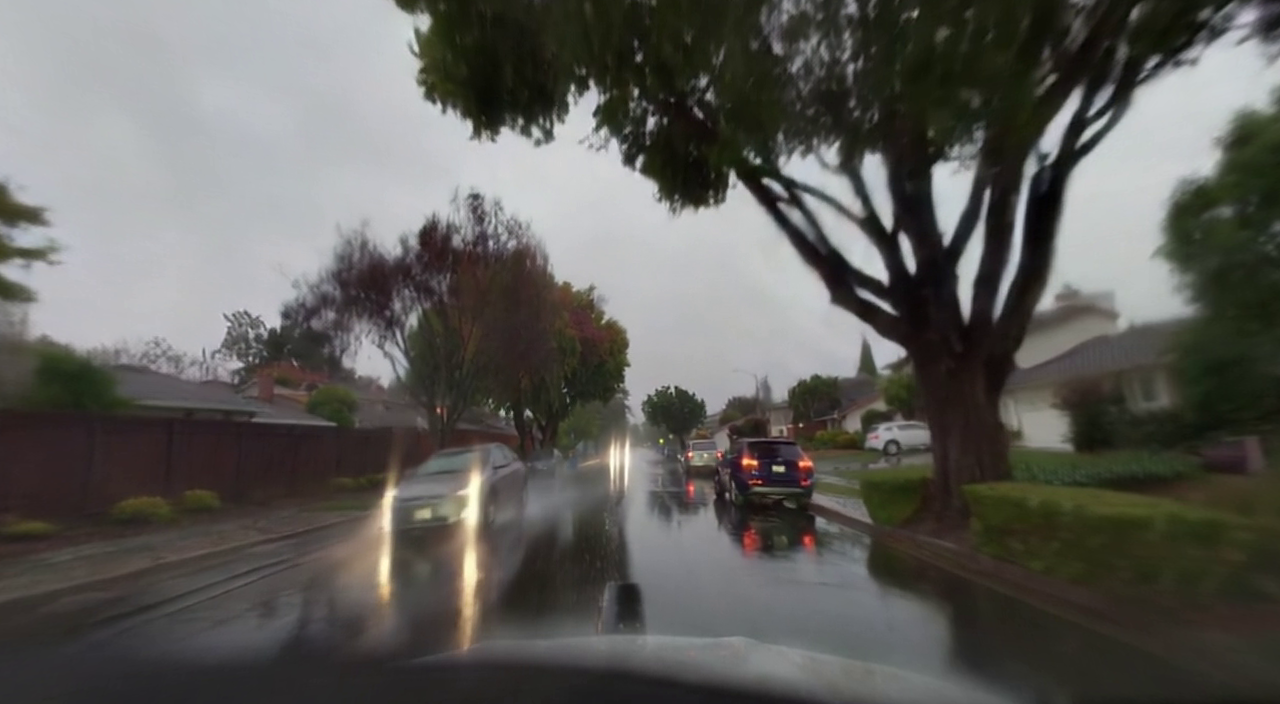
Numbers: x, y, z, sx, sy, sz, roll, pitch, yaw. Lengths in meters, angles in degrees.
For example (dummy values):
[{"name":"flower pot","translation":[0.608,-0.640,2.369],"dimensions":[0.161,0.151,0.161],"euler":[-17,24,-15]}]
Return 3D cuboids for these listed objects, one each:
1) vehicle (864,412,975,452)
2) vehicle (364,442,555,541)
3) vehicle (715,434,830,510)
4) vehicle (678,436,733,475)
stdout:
[{"name":"vehicle","translation":[13.326,3.814,30.388],"dimensions":[4.310,1.805,2.289],"euler":[-1,-6,6]},{"name":"vehicle","translation":[-3.104,2.497,12.120],"dimensions":[2.104,1.497,4.781],"euler":[0,-8,2]},{"name":"vehicle","translation":[3.217,3.002,16.392],"dimensions":[2.079,1.651,4.783],"euler":[0,-8,2]},{"name":"vehicle","translation":[3.427,5.536,34.066],"dimensions":[2.350,1.912,5.696],"euler":[0,-8,0]}]
